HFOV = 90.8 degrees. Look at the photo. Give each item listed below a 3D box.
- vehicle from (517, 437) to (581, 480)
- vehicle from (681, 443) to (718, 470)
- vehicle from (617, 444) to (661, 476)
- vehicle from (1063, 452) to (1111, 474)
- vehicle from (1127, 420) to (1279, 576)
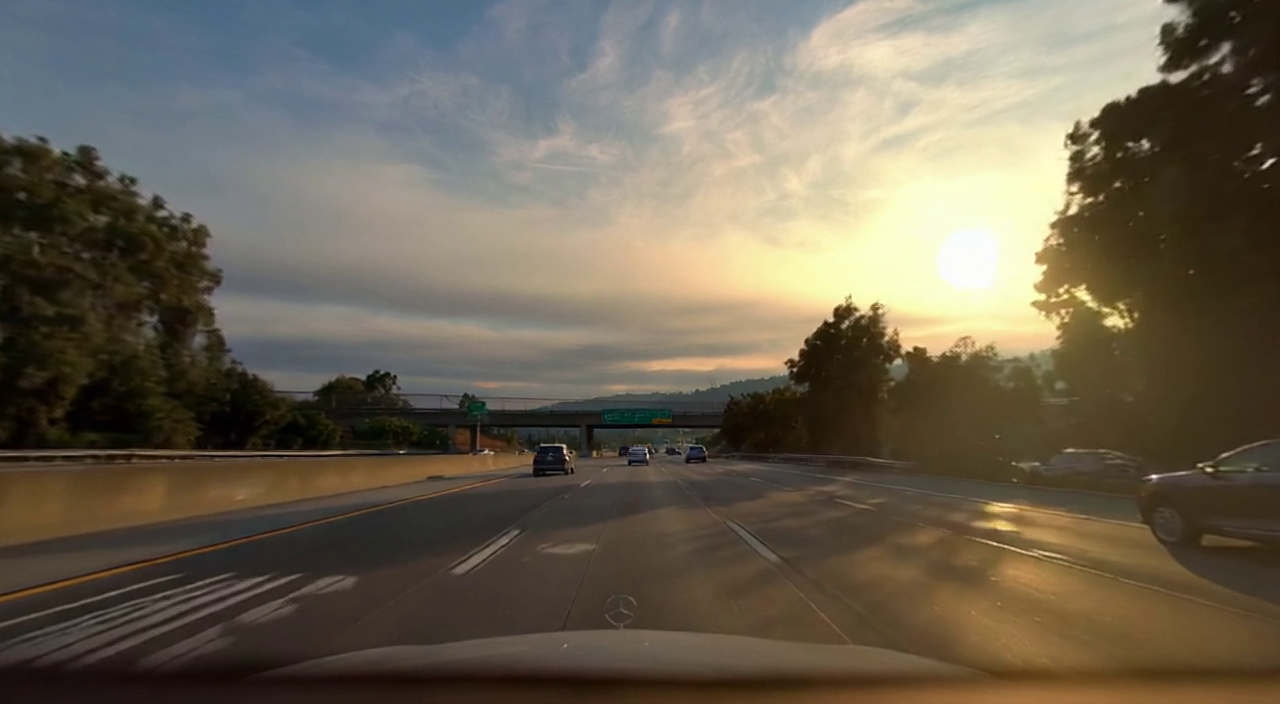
[{"bbox_3d":[-3.981,4.763,28.517,2.113,1.756,4.471,0,-9,2],"label":"vehicle"},{"bbox_3d":[3.720,6.614,40.044,1.936,1.625,3.991,0,-9,0],"label":"vehicle"},{"bbox_3d":[-0.053,5.404,31.806,2.075,1.486,4.007,0,-9,0],"label":"vehicle"},{"bbox_3d":[33.139,8.208,46.932,1.980,1.532,4.660,-4,-9,24],"label":"vehicle"},{"bbox_3d":[7.644,1.499,6.440,1.989,1.603,4.126,0,-9,0],"label":"vehicle"}]
